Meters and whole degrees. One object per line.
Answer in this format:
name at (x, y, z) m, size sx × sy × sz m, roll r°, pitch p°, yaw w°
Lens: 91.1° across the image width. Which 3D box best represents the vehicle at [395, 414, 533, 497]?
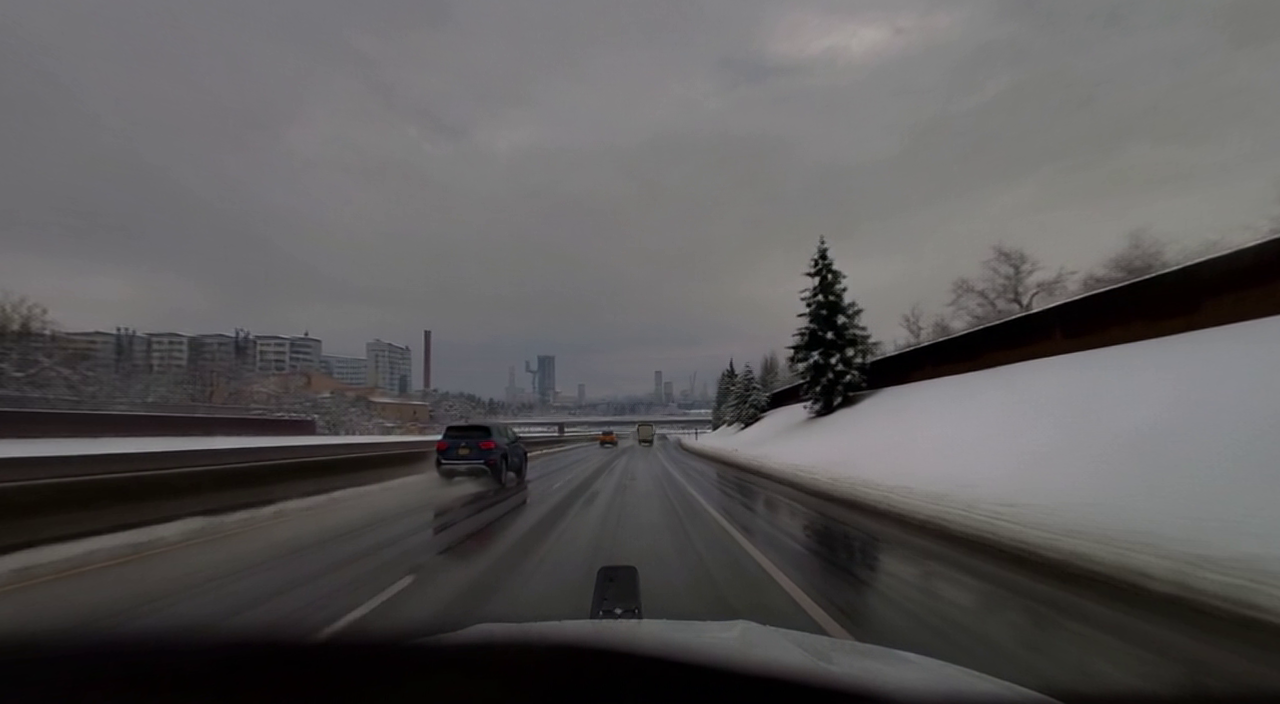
vehicle at (-3.953, 2.397, 14.992) m, size 2.018 × 1.678 × 4.312 m, roll 0°, pitch -8°, yaw 0°
